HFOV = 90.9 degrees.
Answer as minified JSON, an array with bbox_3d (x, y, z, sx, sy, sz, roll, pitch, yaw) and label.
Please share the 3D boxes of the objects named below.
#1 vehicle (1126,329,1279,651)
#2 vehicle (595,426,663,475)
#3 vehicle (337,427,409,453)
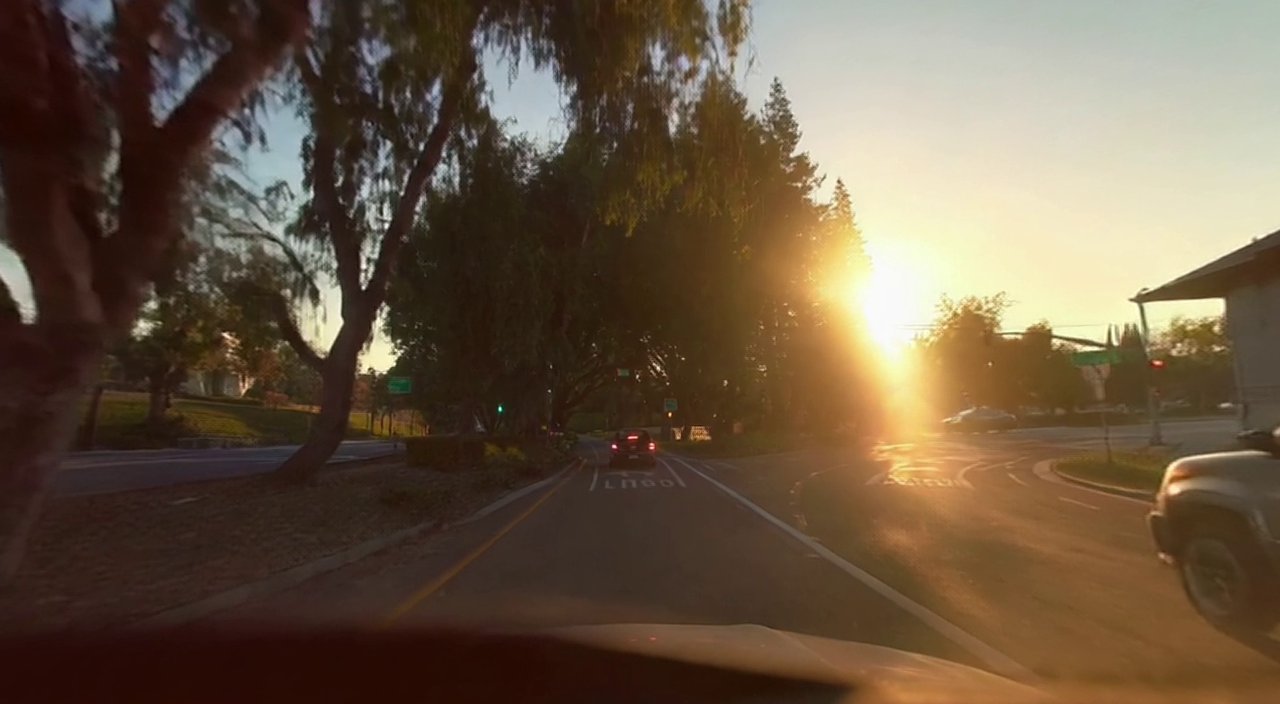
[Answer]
[{"bbox_3d":[4.664,0.609,2.278,2.084,1.870,5.068,-1,-8,5],"label":"vehicle"},{"bbox_3d":[-0.362,3.299,21.388,2.056,1.473,4.380,0,-8,-1],"label":"vehicle"},{"bbox_3d":[-18.574,6.146,44.025,4.200,1.639,1.844,-1,-8,-1],"label":"vehicle"}]
